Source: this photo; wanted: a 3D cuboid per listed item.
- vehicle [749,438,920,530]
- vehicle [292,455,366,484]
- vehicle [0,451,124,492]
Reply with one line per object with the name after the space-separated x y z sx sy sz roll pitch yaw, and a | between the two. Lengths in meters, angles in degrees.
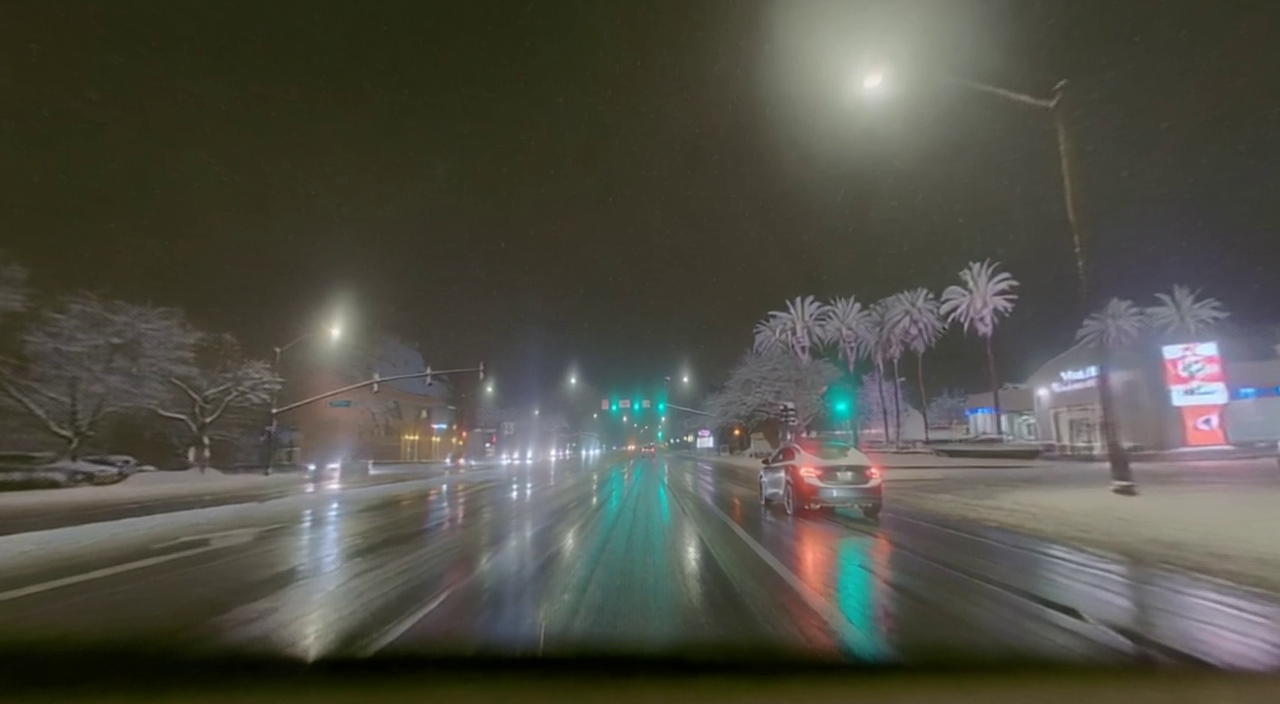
3.591 2.520 12.738 1.870 1.467 4.800 0 -9 -1 | vehicle
-17.505 6.627 35.771 1.961 1.500 4.291 0 -9 1 | vehicle
-29.930 5.921 31.524 6.041 1.907 2.490 0 -8 2 | vehicle
